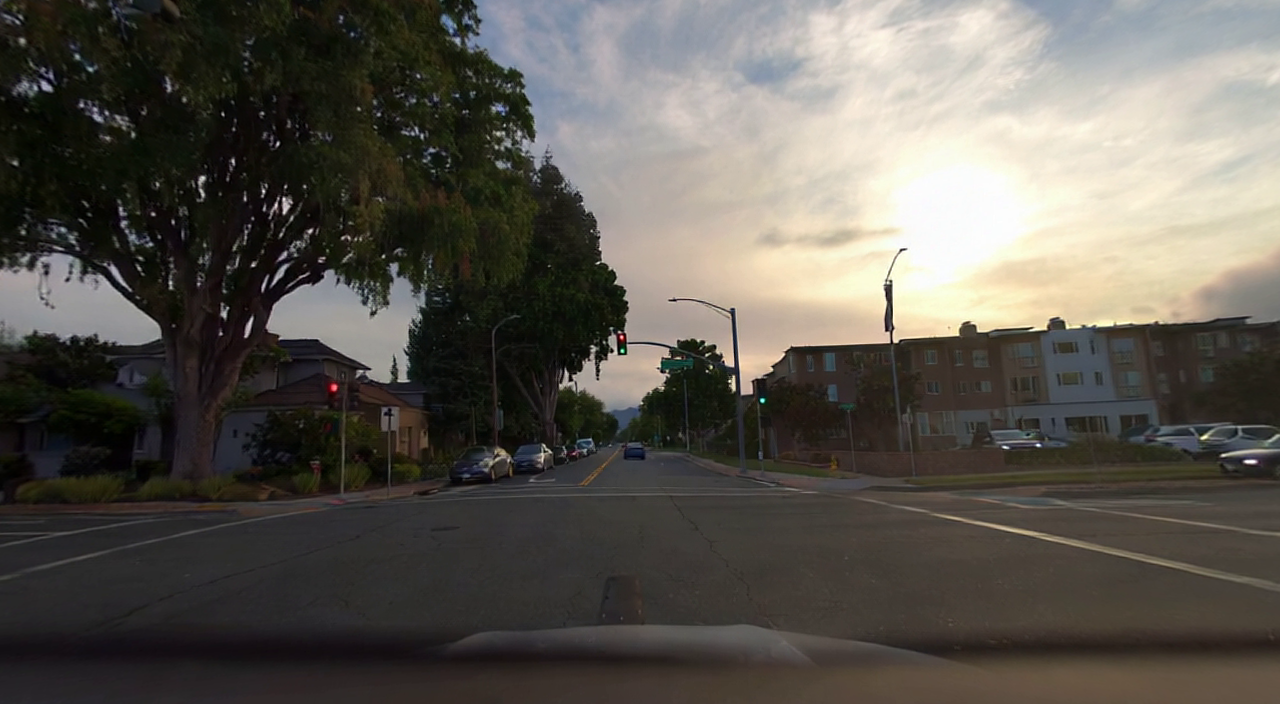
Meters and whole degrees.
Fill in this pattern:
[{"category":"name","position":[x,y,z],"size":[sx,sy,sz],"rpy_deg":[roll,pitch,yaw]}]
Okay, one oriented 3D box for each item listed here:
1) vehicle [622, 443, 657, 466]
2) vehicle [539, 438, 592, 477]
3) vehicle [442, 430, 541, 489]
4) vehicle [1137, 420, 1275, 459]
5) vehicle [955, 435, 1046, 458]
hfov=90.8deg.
[{"category":"vehicle","position":[-0.102,6.977,43.279],"size":[2.056,1.493,4.535],"rpy_deg":[0,-9,-4]},{"category":"vehicle","position":[-3.646,5.280,31.911],"size":[2.120,1.783,4.788],"rpy_deg":[0,-9,-1]},{"category":"vehicle","position":[-6.500,4.834,28.951],"size":[2.896,2.339,7.322],"rpy_deg":[0,-9,-1]},{"category":"vehicle","position":[33.255,5.164,37.251],"size":[5.969,2.149,2.331],"rpy_deg":[0,-9,-4]},{"category":"vehicle","position":[24.968,6.549,43.847],"size":[5.172,1.515,1.851],"rpy_deg":[0,-9,-2]}]
